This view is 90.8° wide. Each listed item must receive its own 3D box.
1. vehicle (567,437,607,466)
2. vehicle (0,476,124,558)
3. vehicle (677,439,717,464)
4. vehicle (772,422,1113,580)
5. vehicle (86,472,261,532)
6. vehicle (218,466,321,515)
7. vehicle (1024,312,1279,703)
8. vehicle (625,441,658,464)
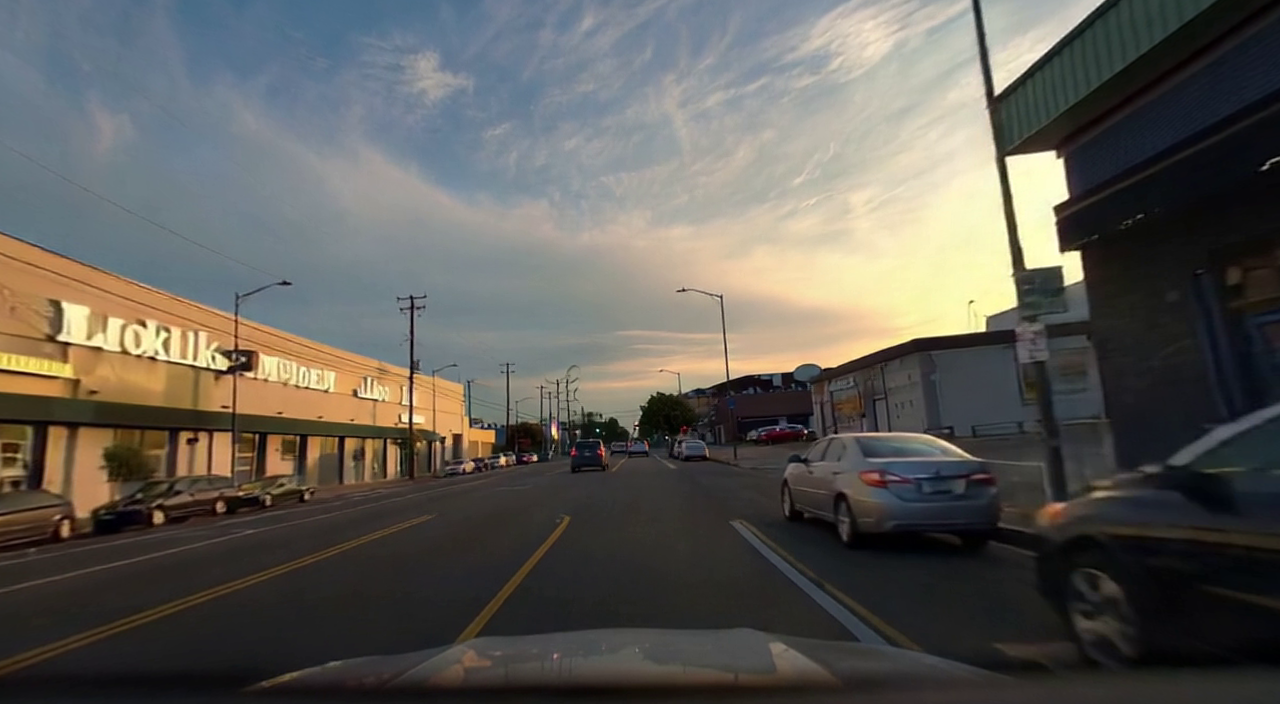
[{"bbox_3d":[-3.467,6.669,42.566,2.348,1.831,4.737,0,-8,-1],"label":"vehicle"},{"bbox_3d":[-15.477,4.078,15.324,1.957,1.534,5.028,-5,-7,-3],"label":"vehicle"},{"bbox_3d":[3.596,6.393,40.663,2.042,1.487,5.033,0,-8,-1],"label":"vehicle"},{"bbox_3d":[3.391,1.749,8.332,2.057,1.490,4.422,0,-8,-4],"label":"vehicle"},{"bbox_3d":[-15.762,5.063,21.845,2.081,1.549,5.190,0,-8,0],"label":"vehicle"},{"bbox_3d":[-15.638,5.829,26.929,1.793,1.437,4.415,-5,-7,-1],"label":"vehicle"},{"bbox_3d":[3.576,0.603,1.462,2.282,1.783,4.796,0,-8,-1],"label":"vehicle"},{"bbox_3d":[0.055,6.664,42.123,2.099,1.470,4.270,0,-8,-1],"label":"vehicle"}]
